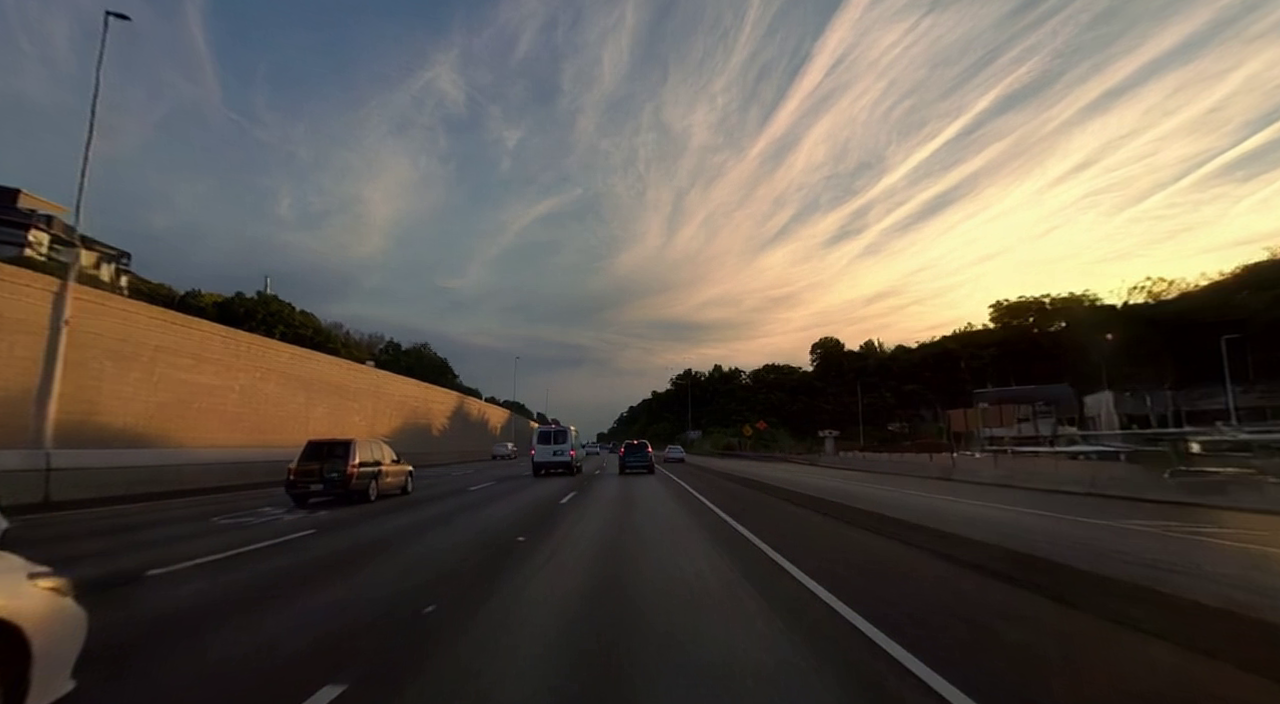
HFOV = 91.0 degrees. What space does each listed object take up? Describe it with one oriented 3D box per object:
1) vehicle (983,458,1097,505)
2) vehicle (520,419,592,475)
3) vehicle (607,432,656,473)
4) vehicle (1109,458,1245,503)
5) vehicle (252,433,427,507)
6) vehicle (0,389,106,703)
[{"bbox_3d":[14.327,4.638,22.806,1.810,1.391,3.473,3,-8,-1],"label":"vehicle"},{"bbox_3d":[-3.691,4.369,28.963,2.504,2.276,5.933,0,-9,0],"label":"vehicle"},{"bbox_3d":[-0.379,4.843,30.382,2.207,1.807,4.199,0,-9,0],"label":"vehicle"},{"bbox_3d":[21.156,5.040,25.057,1.789,1.531,3.983,0,-9,-1],"label":"vehicle"},{"bbox_3d":[-6.927,2.760,15.183,1.959,1.493,4.575,0,-9,0],"label":"vehicle"},{"bbox_3d":[-3.267,0.627,0.508,1.963,1.507,4.172,0,-9,0],"label":"vehicle"}]
